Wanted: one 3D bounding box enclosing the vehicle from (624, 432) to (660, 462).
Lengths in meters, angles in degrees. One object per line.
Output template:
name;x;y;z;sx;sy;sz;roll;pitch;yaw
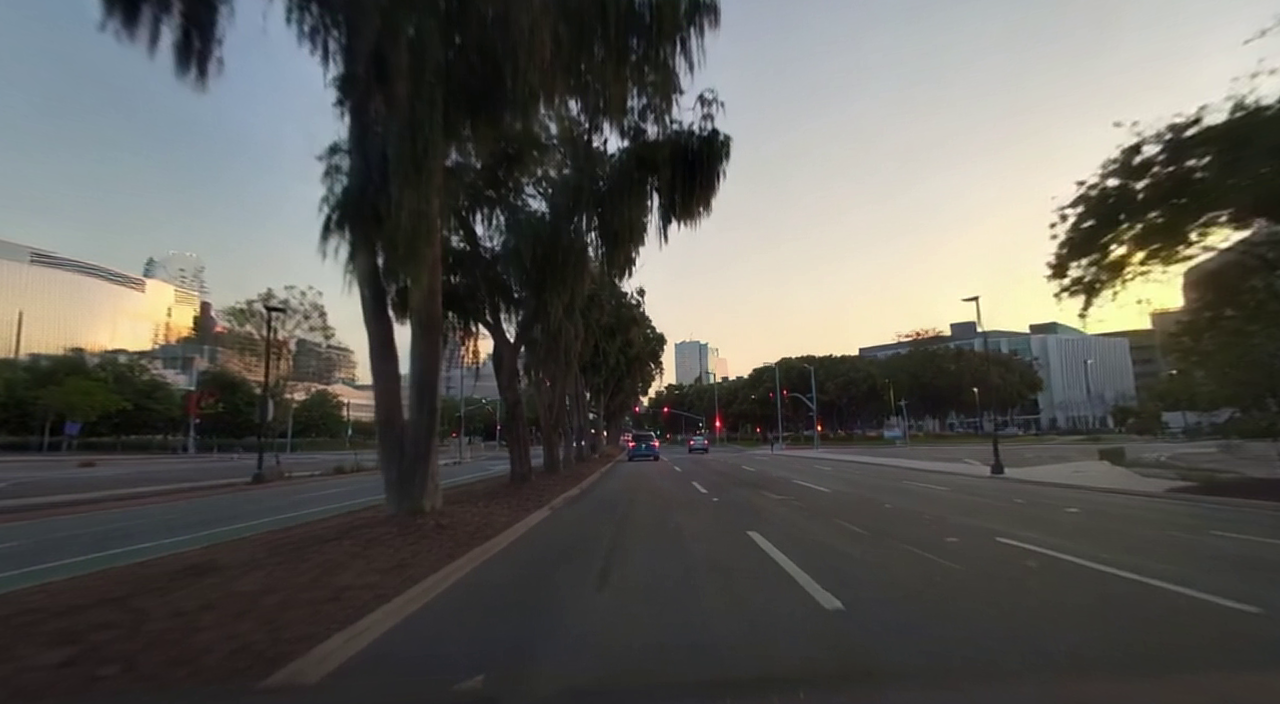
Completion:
vehicle;0.133;6.481;43.091;2.267;1.926;4.708;0;-9;0
